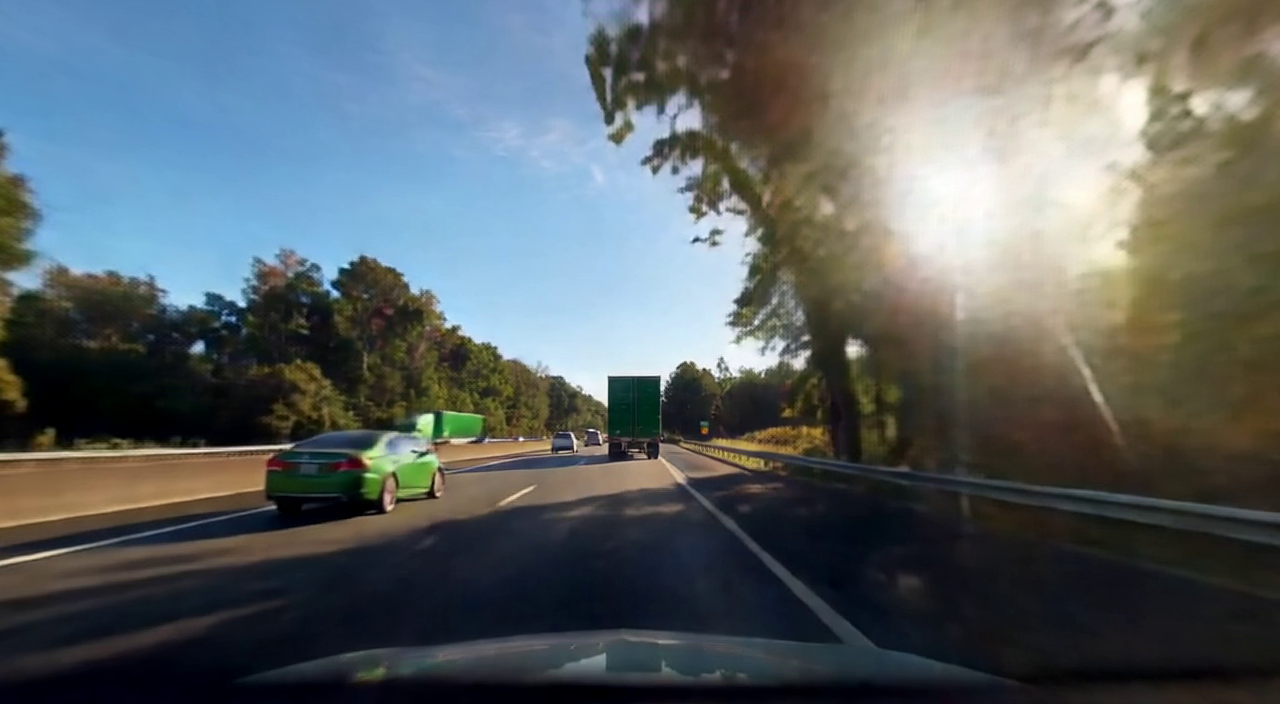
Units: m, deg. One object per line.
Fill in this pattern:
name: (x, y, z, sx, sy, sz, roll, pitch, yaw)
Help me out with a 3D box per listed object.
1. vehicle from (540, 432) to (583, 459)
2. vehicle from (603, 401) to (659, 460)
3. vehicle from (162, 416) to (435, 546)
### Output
vehicle: (-5.017, 6.058, 40.987, 2.138, 1.697, 4.587, 0, -8, 1)
vehicle: (-0.374, 3.371, 27.003, 2.319, 2.461, 1.270, 0, -8, 0)
vehicle: (-4.709, 1.802, 9.493, 1.909, 1.520, 3.897, 0, -8, 0)
